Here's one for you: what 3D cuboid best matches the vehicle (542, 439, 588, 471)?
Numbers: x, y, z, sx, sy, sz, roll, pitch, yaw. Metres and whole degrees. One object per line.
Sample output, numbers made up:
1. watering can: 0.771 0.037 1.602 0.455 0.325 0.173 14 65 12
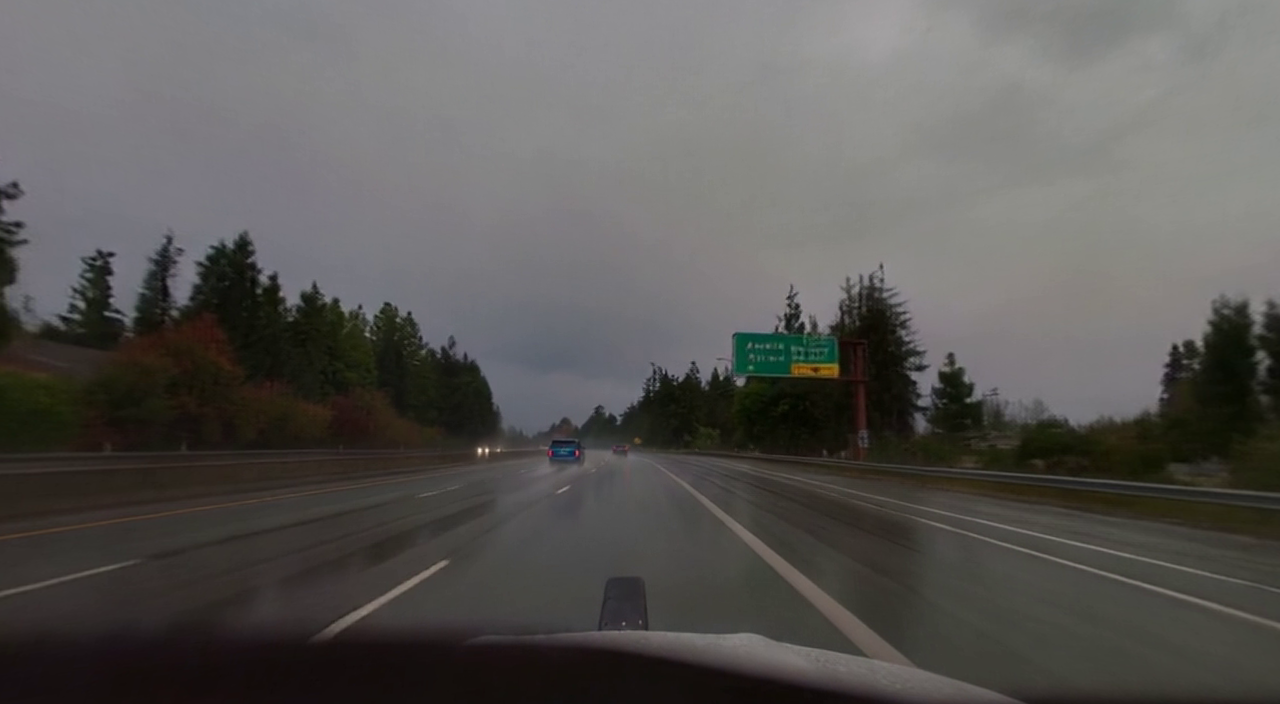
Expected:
1. vehicle: -4.249 5.924 36.586 2.162 1.724 4.537 0 -8 -1
